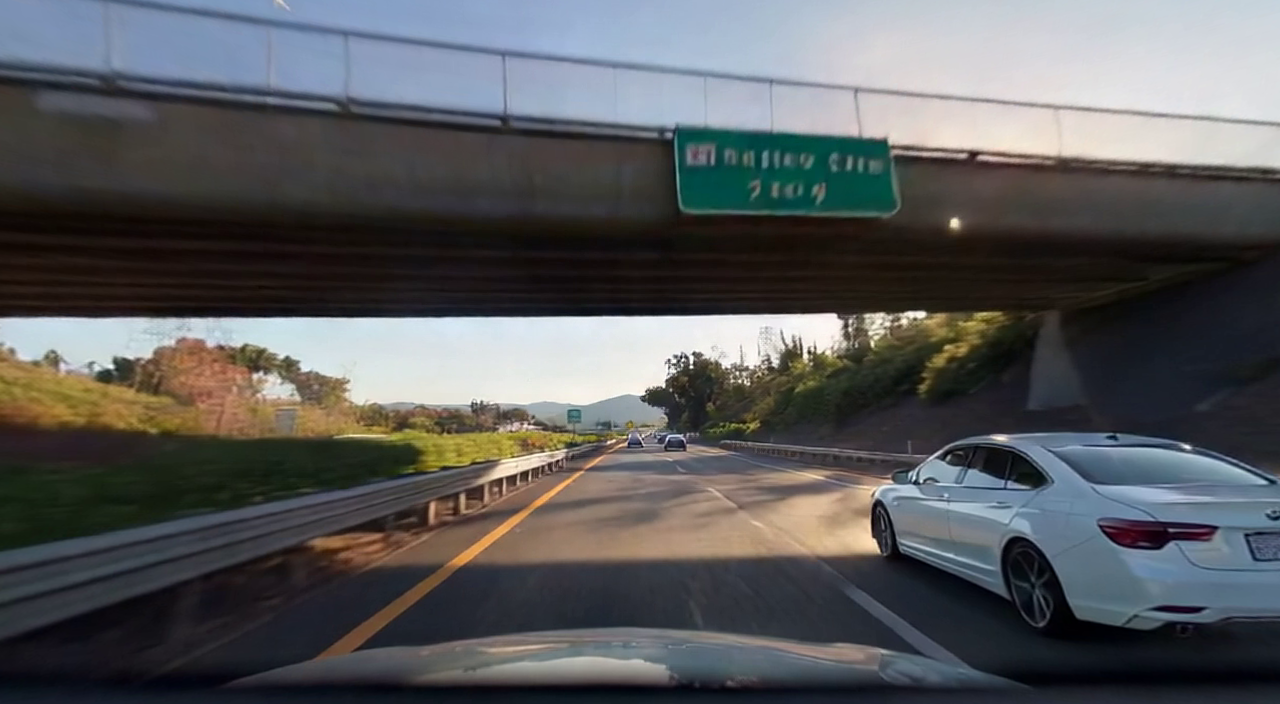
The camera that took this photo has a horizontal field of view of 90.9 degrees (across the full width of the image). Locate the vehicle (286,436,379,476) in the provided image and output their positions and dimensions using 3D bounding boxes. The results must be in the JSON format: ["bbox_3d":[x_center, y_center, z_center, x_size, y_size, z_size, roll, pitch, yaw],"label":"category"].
[{"bbox_3d":[-12.702,4.298,26.314,1.832,1.512,4.087,0,-8,0],"label":"vehicle"}]

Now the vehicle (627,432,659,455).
[{"bbox_3d":[0.137,6.105,42.268,1.981,1.490,3.449,0,-8,-3],"label":"vehicle"}]
